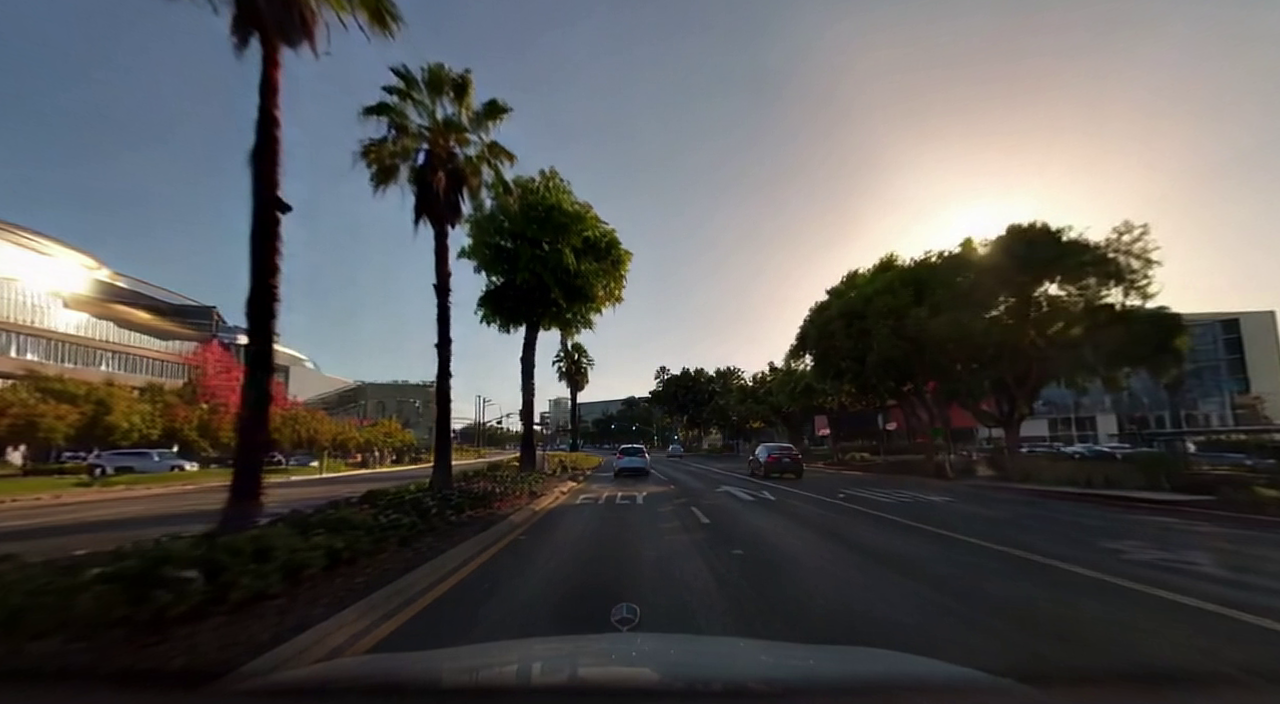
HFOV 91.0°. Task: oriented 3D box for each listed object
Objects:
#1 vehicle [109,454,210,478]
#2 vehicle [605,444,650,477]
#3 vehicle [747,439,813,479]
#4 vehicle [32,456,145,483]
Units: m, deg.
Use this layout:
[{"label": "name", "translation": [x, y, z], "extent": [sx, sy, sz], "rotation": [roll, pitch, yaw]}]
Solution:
[{"label": "vehicle", "translation": [-31.170, 7.396, 40.917], "extent": [4.767, 1.489, 2.051], "rotation": [0, -8, -3]}, {"label": "vehicle", "translation": [-0.573, 4.984, 29.190], "extent": [1.970, 1.402, 3.756], "rotation": [0, -8, -1]}, {"label": "vehicle", "translation": [6.149, 4.733, 28.087], "extent": [1.949, 1.647, 3.894], "rotation": [0, -8, -2]}, {"label": "vehicle", "translation": [-31.324, 6.662, 35.847], "extent": [4.452, 1.470, 2.016], "rotation": [0, -8, -1]}]
